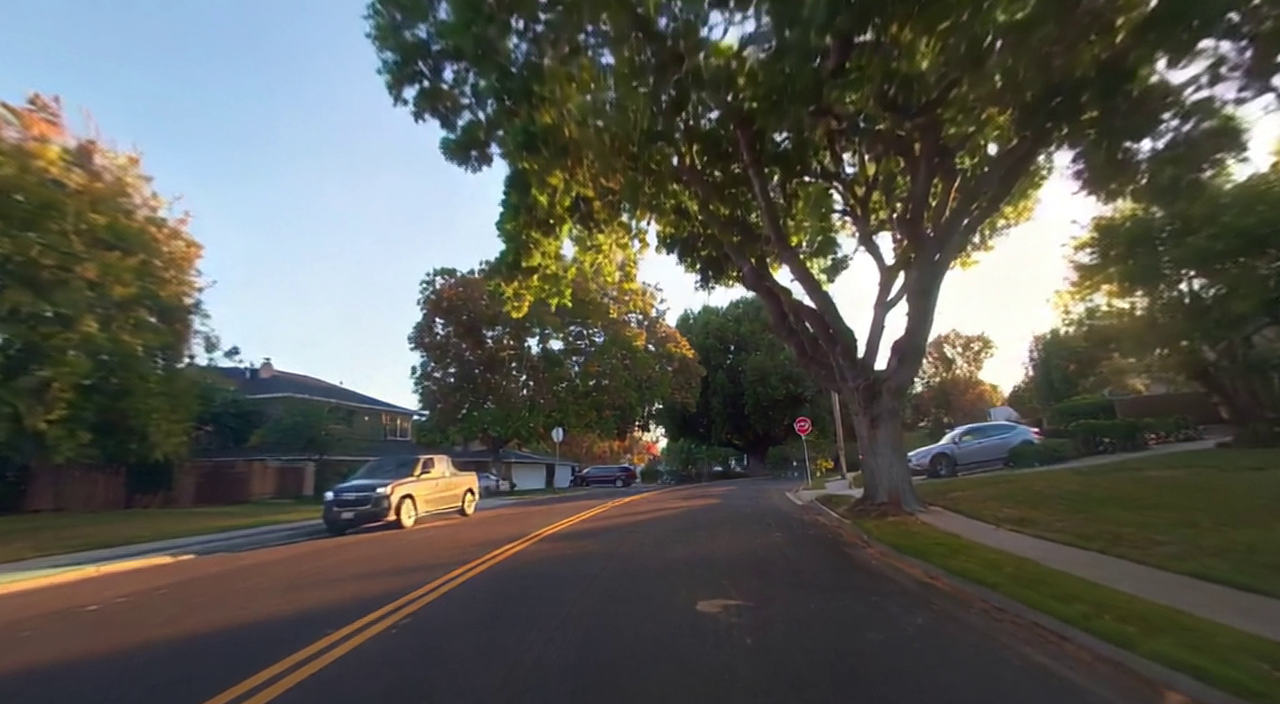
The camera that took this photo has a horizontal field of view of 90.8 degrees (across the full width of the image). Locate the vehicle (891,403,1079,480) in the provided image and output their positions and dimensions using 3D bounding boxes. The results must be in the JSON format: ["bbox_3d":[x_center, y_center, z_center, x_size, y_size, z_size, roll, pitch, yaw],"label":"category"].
[{"bbox_3d":[11.071,2.966,20.624,4.740,1.638,2.018,-4,-24,2],"label":"vehicle"}]

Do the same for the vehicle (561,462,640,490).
[{"bbox_3d":[-2.997,9.540,48.568,5.643,1.759,2.110,-2,-19,11],"label":"vehicle"}]

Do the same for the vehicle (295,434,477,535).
[{"bbox_3d":[-5.633,3.239,14.758,1.963,1.539,4.210,-3,-22,8],"label":"vehicle"}]

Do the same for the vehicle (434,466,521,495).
[{"bbox_3d":[-8.779,6.969,34.416,4.175,1.492,1.845,0,-11,2],"label":"vehicle"}]
